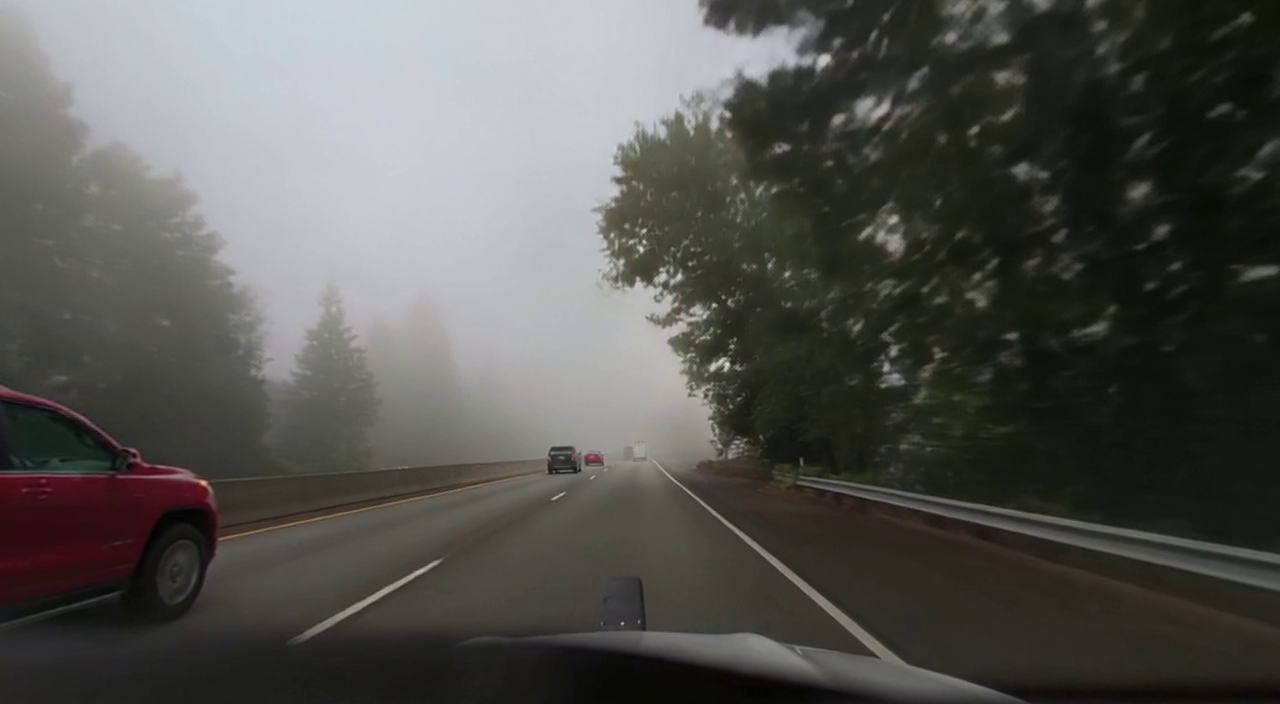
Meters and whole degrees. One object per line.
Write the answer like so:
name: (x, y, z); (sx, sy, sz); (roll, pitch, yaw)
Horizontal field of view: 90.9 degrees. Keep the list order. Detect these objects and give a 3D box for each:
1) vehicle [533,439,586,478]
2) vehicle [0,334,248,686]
vehicle: (-3.999, 5.402, 32.057); (2.056, 1.811, 4.202); (0, -9, 1)
vehicle: (-4.622, 0.847, 3.271); (2.102, 1.941, 4.703); (0, -9, 0)
